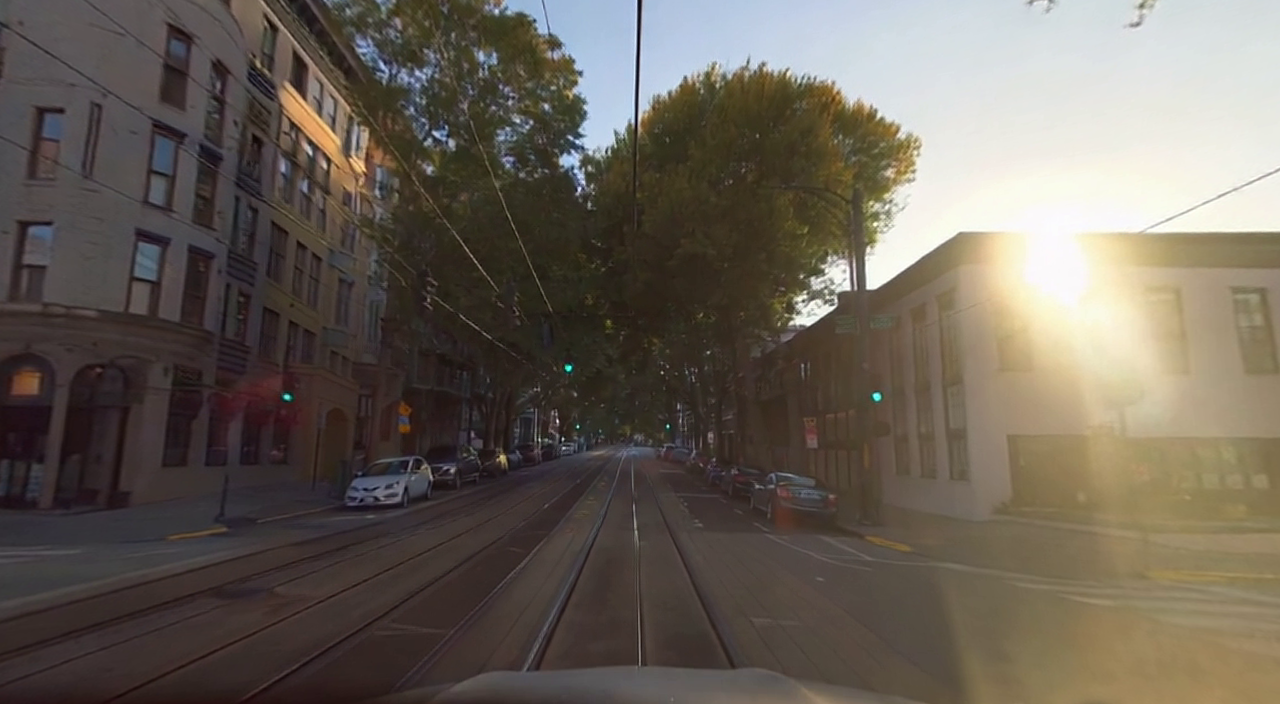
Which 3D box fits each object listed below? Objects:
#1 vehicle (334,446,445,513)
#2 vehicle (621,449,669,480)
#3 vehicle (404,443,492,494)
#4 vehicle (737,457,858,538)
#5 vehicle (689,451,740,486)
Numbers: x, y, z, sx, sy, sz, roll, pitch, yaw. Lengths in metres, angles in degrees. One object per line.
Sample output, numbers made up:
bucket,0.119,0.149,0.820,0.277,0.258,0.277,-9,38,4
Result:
vehicle,-7.418,3.949,19.176,1.779,1.588,3.953,2,-17,-2
vehicle,0.218,6.045,34.247,1.984,1.571,3.404,1,-9,-10
vehicle,-7.407,4.628,24.940,1.861,1.751,4.550,1,-11,2
vehicle,3.856,3.608,16.290,1.929,1.723,4.134,0,-8,-2
vehicle,3.690,5.847,31.970,1.890,1.559,4.281,0,-8,-3
